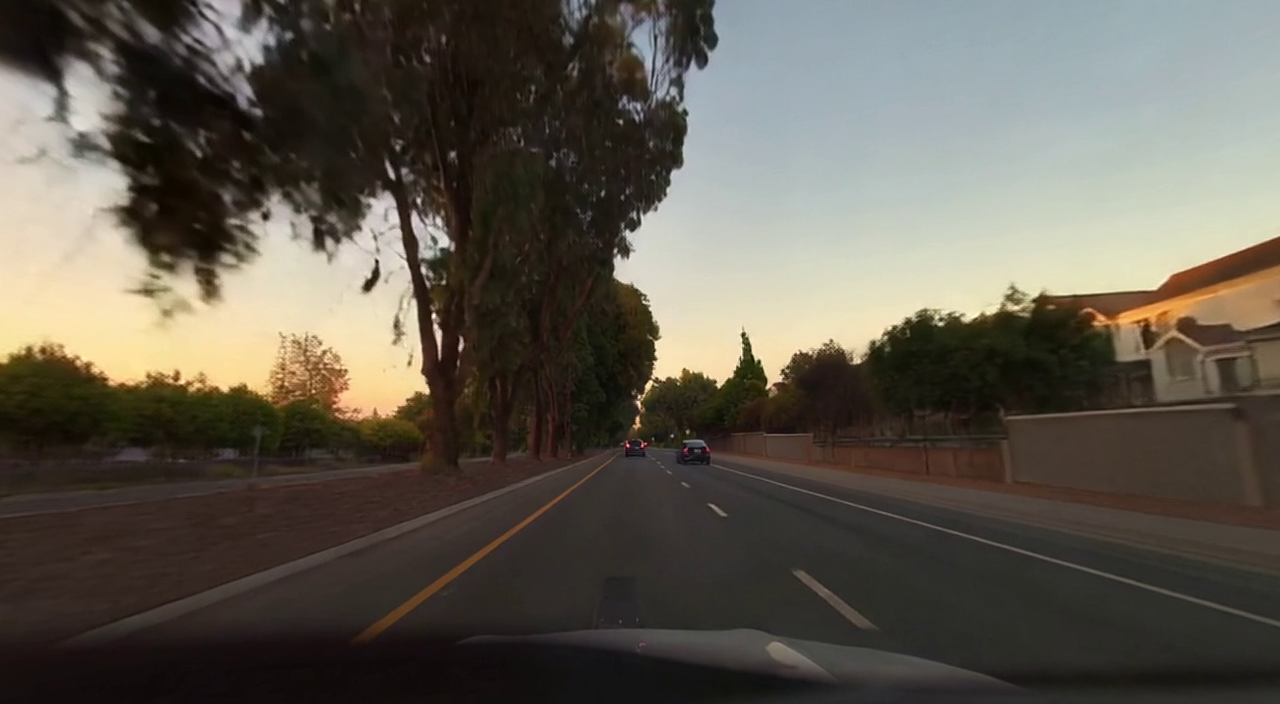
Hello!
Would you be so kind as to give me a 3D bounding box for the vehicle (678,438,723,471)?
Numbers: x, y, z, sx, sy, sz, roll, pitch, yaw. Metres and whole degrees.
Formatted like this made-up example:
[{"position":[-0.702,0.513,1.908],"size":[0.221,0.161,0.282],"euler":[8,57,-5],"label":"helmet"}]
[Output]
[{"position":[3.168,5.466,33.864],"size":[1.888,1.640,4.044],"euler":[0,-8,-2],"label":"vehicle"}]
